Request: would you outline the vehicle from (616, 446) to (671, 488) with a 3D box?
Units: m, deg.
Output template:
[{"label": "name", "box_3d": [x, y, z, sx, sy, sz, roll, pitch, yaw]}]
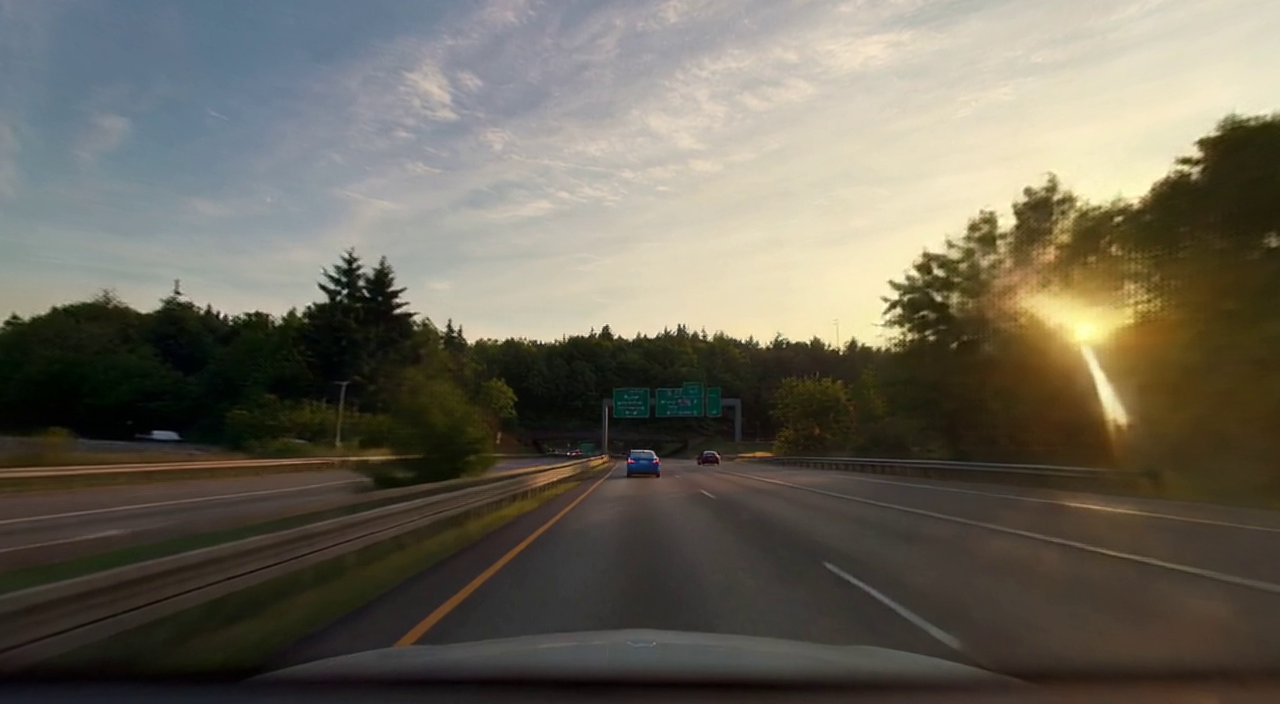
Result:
[{"label": "vehicle", "box_3d": [0.089, 4.602, 25.581, 2.069, 1.523, 4.012, 0, -9, -1]}]
